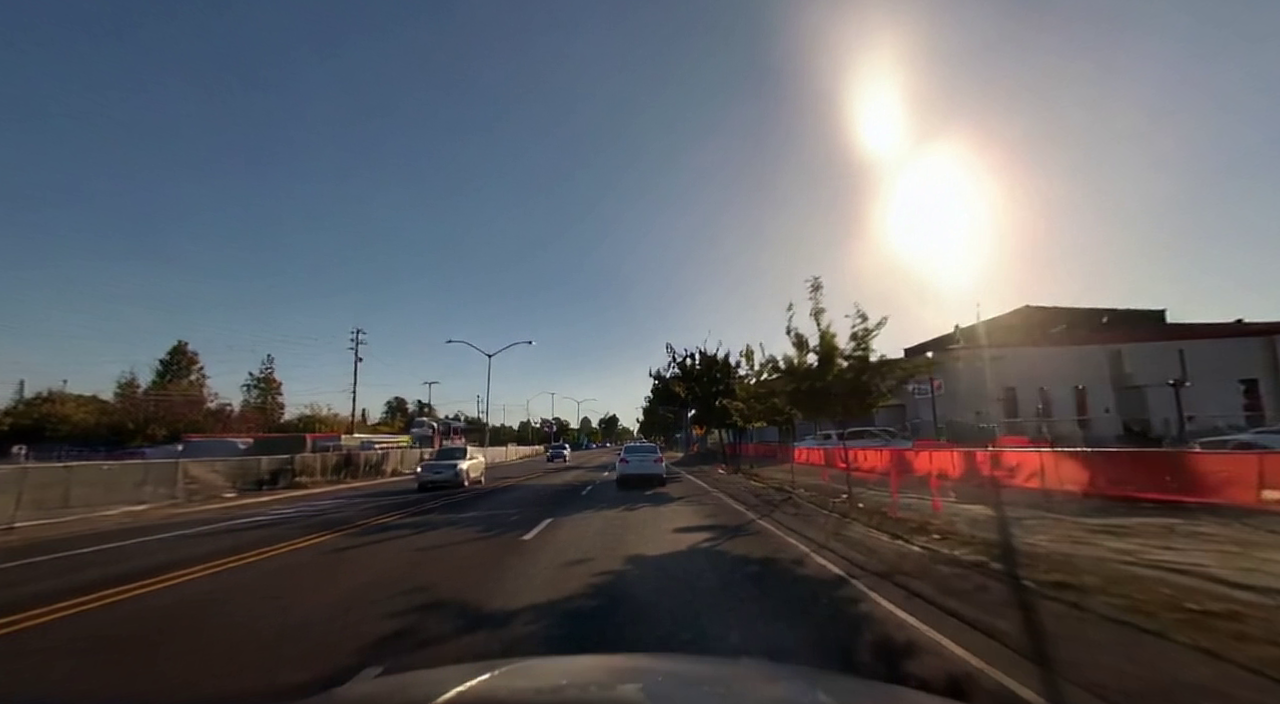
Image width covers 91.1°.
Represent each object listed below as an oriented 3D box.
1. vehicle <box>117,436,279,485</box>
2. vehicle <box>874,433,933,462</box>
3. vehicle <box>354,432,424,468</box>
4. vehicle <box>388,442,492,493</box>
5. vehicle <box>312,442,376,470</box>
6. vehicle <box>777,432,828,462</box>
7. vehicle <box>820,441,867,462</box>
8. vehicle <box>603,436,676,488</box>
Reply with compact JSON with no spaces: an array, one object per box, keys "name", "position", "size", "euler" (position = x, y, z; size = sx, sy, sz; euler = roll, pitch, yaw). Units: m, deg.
[{"name":"vehicle","position":[-18.210,4.470,26.056],"size":[5.085,1.906,2.153],"euler":[0,-9,1]},{"name":"vehicle","position":[19.800,7.144,47.475],"size":[2.245,1.932,5.951],"euler":[-3,-7,5]},{"name":"vehicle","position":[-16.450,6.463,41.487],"size":[2.230,2.164,5.732],"euler":[0,-8,0]},{"name":"vehicle","position":[-6.515,3.800,21.013],"size":[1.985,1.505,4.143],"euler":[0,-9,2]},{"name":"vehicle","position":[-19.393,6.820,41.382],"size":[2.050,1.714,4.619],"euler":[0,-8,-2]},{"name":"vehicle","position":[12.244,7.238,47.834],"size":[2.280,2.050,5.515],"euler":[-2,-9,-1]},{"name":"vehicle","position":[15.394,7.519,47.725],"size":[2.040,1.506,4.289],"euler":[0,-9,-1]},{"name":"vehicle","position":[-0.017,3.527,20.446],"size":[2.144,1.514,4.063],"euler":[0,-8,0]}]
